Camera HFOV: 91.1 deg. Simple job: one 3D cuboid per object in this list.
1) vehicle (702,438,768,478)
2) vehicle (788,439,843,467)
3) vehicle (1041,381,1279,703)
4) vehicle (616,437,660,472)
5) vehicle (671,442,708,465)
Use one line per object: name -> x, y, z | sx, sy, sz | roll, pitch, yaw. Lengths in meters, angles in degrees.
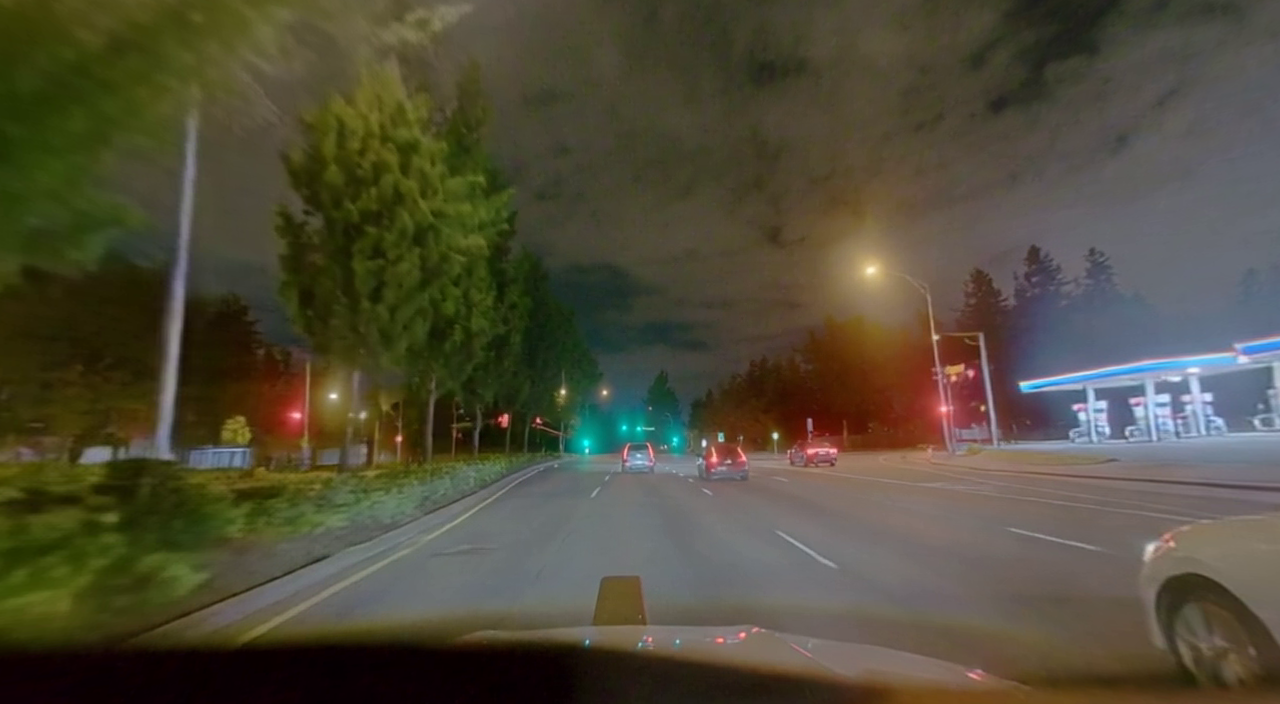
vehicle -> 3.879, 4.438, 26.458 | 1.980, 1.515, 4.362 | 0, -9, -1
vehicle -> 10.087, 5.856, 36.412 | 1.906, 1.488, 4.251 | 0, -9, -1
vehicle -> 3.546, 0.717, 1.447 | 2.119, 1.509, 4.756 | -1, -9, 0
vehicle -> -0.137, 5.417, 33.263 | 2.172, 1.694, 4.055 | 0, -9, -1
vehicle -> 3.388, 7.096, 43.941 | 2.114, 1.473, 4.495 | 0, -9, -1
